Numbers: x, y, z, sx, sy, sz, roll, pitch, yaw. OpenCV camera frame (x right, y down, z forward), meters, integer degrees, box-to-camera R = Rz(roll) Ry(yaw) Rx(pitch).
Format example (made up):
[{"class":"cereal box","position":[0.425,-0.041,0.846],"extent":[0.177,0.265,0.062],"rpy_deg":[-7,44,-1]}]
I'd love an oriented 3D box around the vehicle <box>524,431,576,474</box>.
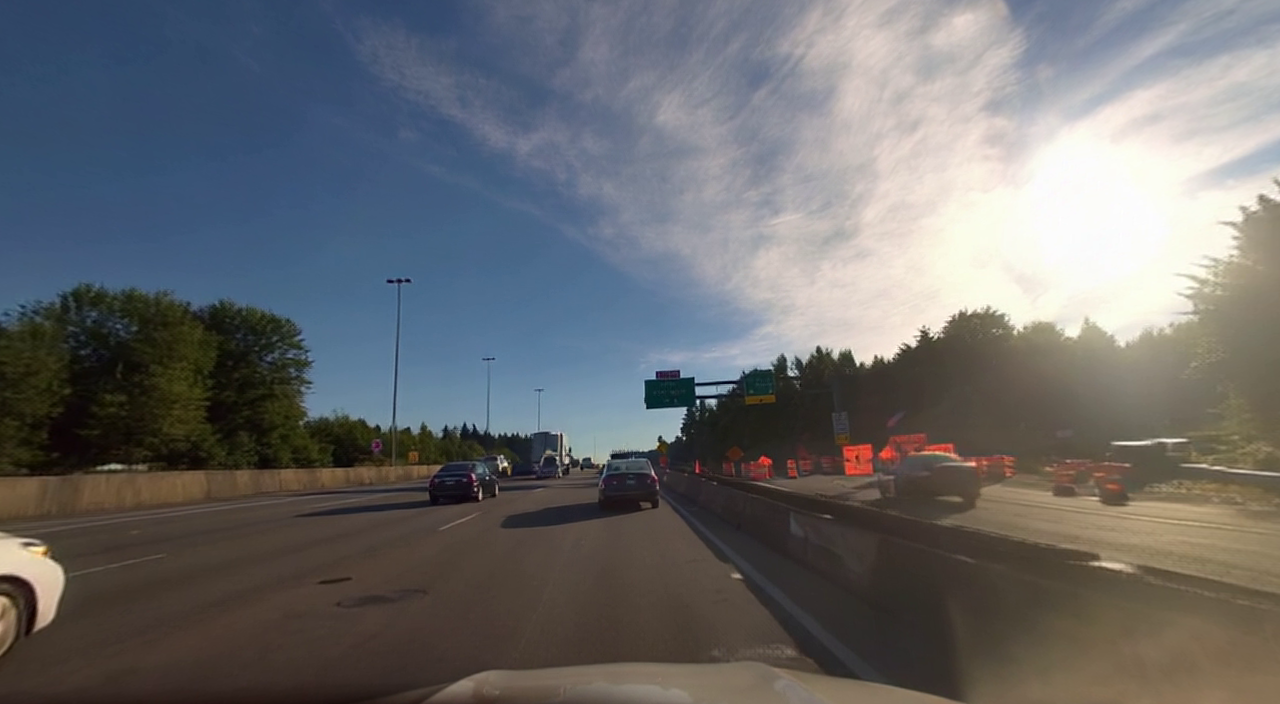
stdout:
[{"class":"vehicle","position":[-5.925,6.759,42.270],"extent":[2.326,2.645,6.249],"rpy_deg":[-1,-9,2]}]

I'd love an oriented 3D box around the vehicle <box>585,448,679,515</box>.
[{"class":"vehicle","position":[-0.230,3.135,15.685],"extent":[2.080,1.451,3.512],"rpy_deg":[0,-9,-2]}]

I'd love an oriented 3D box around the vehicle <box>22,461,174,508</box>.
[{"class":"vehicle","position":[-18.894,4.597,22.204],"extent":[1.815,1.416,4.035],"rpy_deg":[0,-9,-2]}]

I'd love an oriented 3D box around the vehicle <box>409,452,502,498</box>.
[{"class":"vehicle","position":[-6.337,4.254,22.117],"extent":[2.063,1.417,4.000],"rpy_deg":[0,-9,-1]}]

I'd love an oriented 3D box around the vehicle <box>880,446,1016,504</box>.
[{"class":"vehicle","position":[8.654,3.460,18.093],"extent":[1.871,1.460,3.754],"rpy_deg":[0,-9,-3]}]
